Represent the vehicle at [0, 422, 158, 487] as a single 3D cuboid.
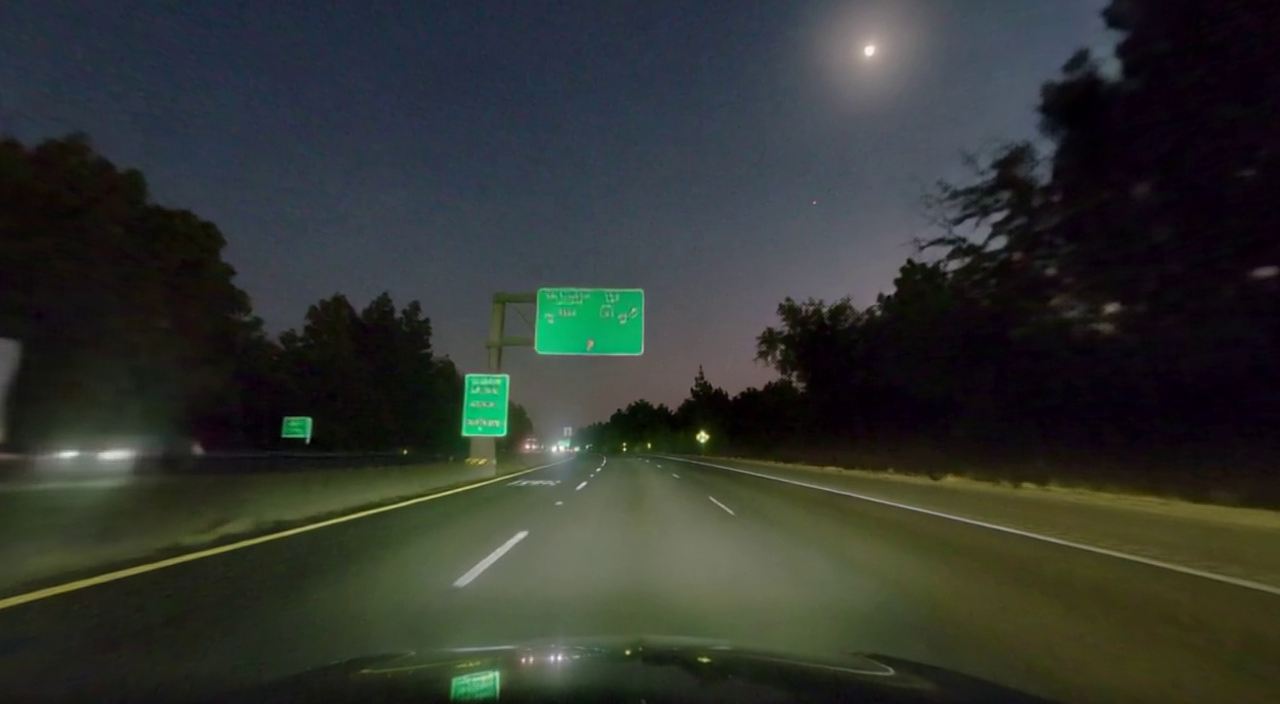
[{"bbox_3d":[-16.824,2.956,18.352,2.152,1.642,4.393,0,-9,-2],"label":"vehicle"}]
